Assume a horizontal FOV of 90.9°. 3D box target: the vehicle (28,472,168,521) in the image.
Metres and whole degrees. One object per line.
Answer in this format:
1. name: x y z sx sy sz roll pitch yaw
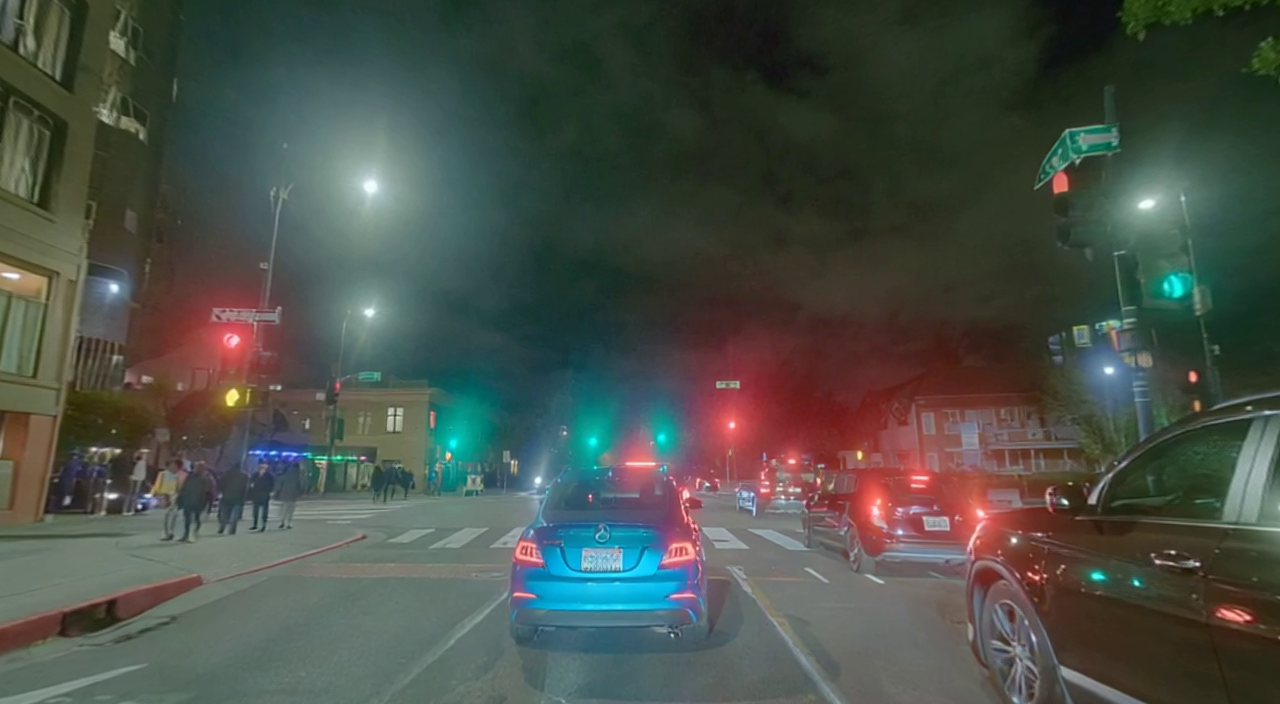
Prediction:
1. vehicle: -25.436 6.775 29.708 4.588 2.048 2.110 0 -9 0

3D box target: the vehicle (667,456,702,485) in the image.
1. vehicle: 3.327 8.995 48.161 2.365 1.994 4.259 0 -9 0

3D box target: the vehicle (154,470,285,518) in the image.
1. vehicle: -19.762 6.683 29.776 4.750 2.083 2.002 -1 -9 3

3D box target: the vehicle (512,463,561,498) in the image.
1. vehicle: -6.344 7.882 39.020 2.226 1.896 4.438 -1 -9 1

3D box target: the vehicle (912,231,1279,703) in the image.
1. vehicle: 3.217 0.542 1.250 2.632 1.979 6.096 0 -9 0

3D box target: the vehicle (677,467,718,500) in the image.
1. vehicle: 3.495 8.050 38.860 1.908 1.741 4.066 0 -9 -3
